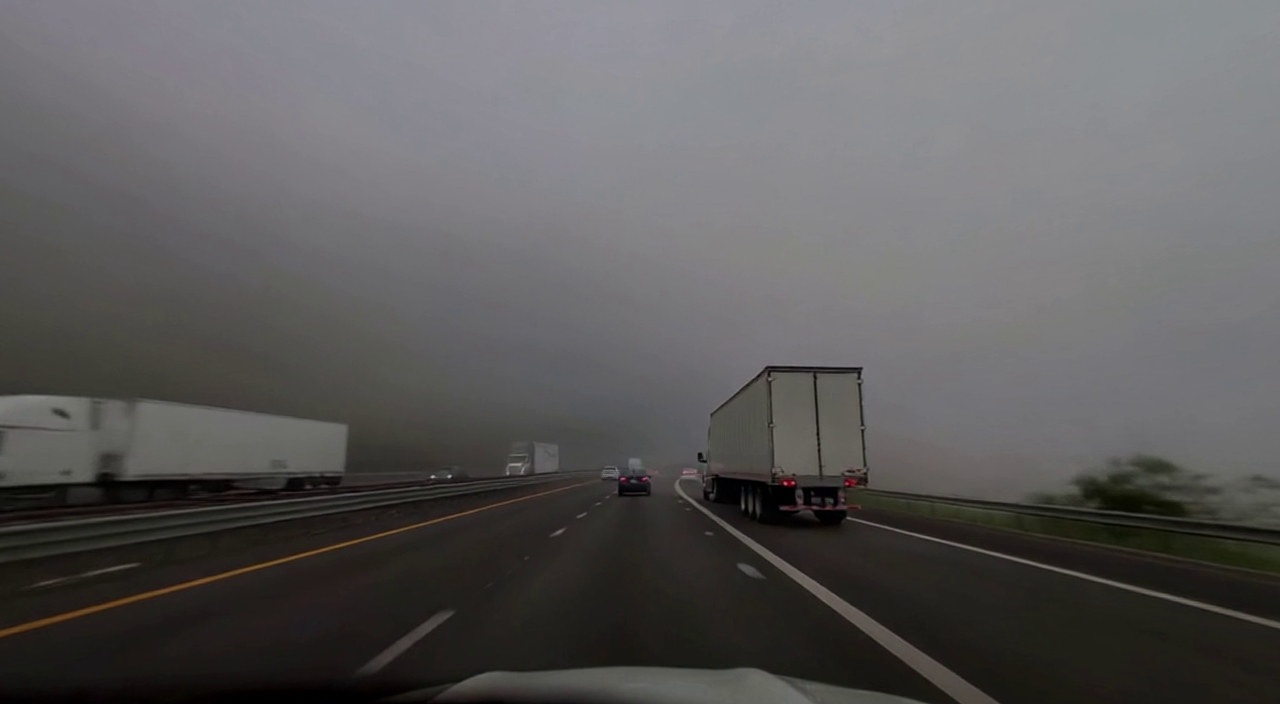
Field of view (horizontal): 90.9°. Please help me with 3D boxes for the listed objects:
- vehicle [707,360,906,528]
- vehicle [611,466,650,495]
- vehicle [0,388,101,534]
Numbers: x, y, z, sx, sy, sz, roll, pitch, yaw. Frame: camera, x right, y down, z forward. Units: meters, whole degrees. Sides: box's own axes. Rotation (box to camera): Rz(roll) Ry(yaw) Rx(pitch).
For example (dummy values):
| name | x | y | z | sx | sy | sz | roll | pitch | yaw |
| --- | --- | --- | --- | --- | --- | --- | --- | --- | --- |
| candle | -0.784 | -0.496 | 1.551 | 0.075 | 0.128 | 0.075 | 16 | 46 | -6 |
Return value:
| name | x | y | z | sx | sy | sz | roll | pitch | yaw |
| --- | --- | --- | --- | --- | --- | --- | --- | --- | --- |
| vehicle | 4.777 | 3.505 | 22.516 | 3.218 | 4.001 | 14.492 | 1 | -10 | 0 |
| vehicle | -0.478 | 7.046 | 34.680 | 2.010 | 1.436 | 3.973 | 1 | -10 | 1 |
| vehicle | -15.813 | 2.104 | 12.371 | 2.912 | 3.234 | 8.258 | 1 | -10 | 0 |
